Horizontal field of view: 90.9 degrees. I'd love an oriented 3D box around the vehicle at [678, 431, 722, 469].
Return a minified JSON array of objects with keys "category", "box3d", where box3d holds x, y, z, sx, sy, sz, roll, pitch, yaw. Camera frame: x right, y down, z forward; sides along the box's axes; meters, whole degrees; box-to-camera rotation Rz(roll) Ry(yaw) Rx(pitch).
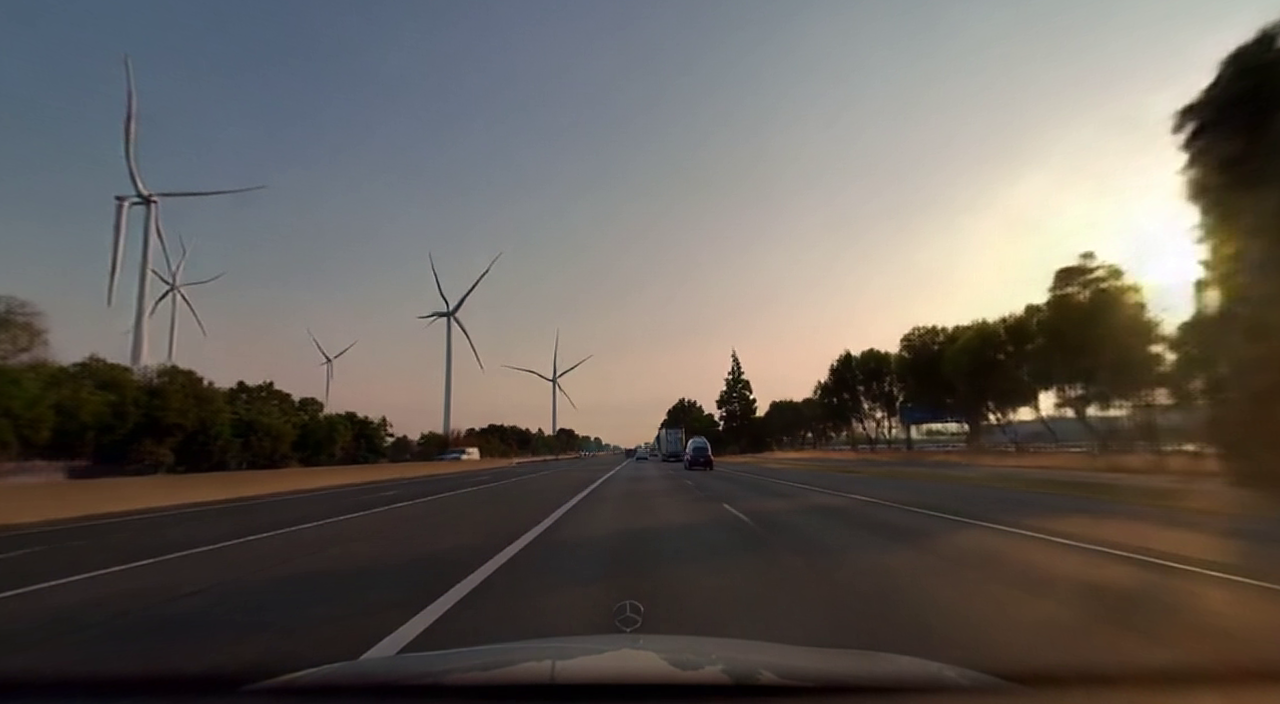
[{"category":"vehicle","box3d":[4.384,7.338,47.203,2.609,2.648,5.397,0,-9,-2]}]
